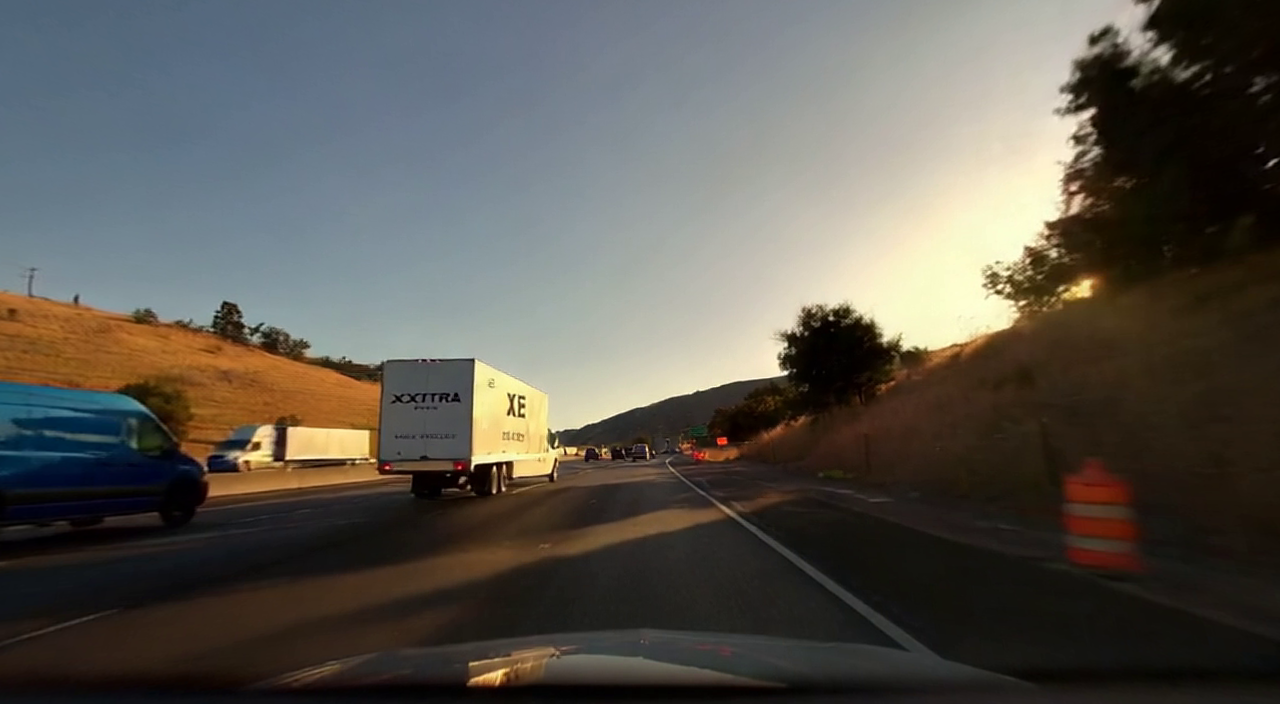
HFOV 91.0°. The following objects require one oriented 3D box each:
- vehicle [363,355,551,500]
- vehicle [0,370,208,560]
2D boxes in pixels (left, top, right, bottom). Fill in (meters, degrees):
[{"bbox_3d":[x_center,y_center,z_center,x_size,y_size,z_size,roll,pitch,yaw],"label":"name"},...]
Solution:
[{"bbox_3d":[-5.782,2.809,22.415,3.183,4.011,9.617,0,-9,4],"label":"vehicle"},{"bbox_3d":[-10.132,1.711,9.689,2.469,2.615,5.874,0,-9,3],"label":"vehicle"}]
